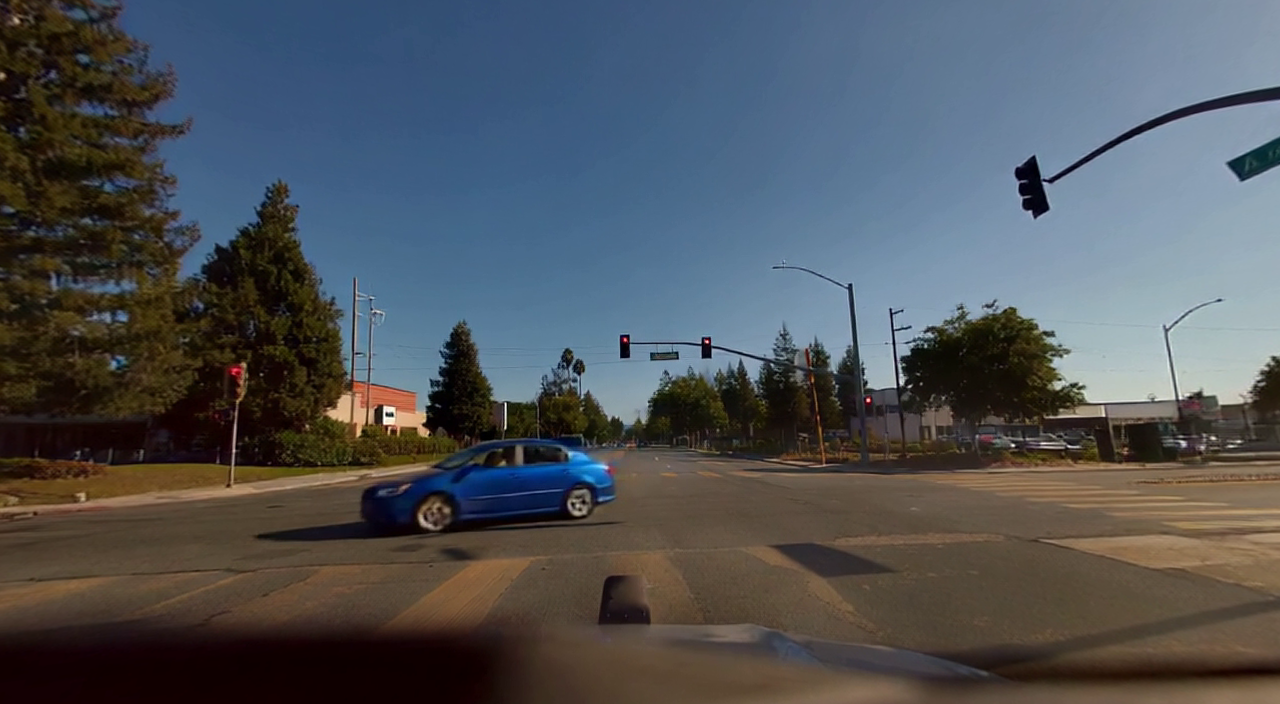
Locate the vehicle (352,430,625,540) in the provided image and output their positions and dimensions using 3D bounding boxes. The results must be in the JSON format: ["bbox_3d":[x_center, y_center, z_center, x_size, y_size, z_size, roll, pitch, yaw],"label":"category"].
[{"bbox_3d":[-2.416,2.189,11.109,1.877,1.523,4.377,-7,-11,39],"label":"vehicle"}]

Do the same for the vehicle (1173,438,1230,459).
[{"bbox_3d":[42.834,7.348,48.056,4.133,1.561,1.824,5,-10,-29],"label":"vehicle"}]
